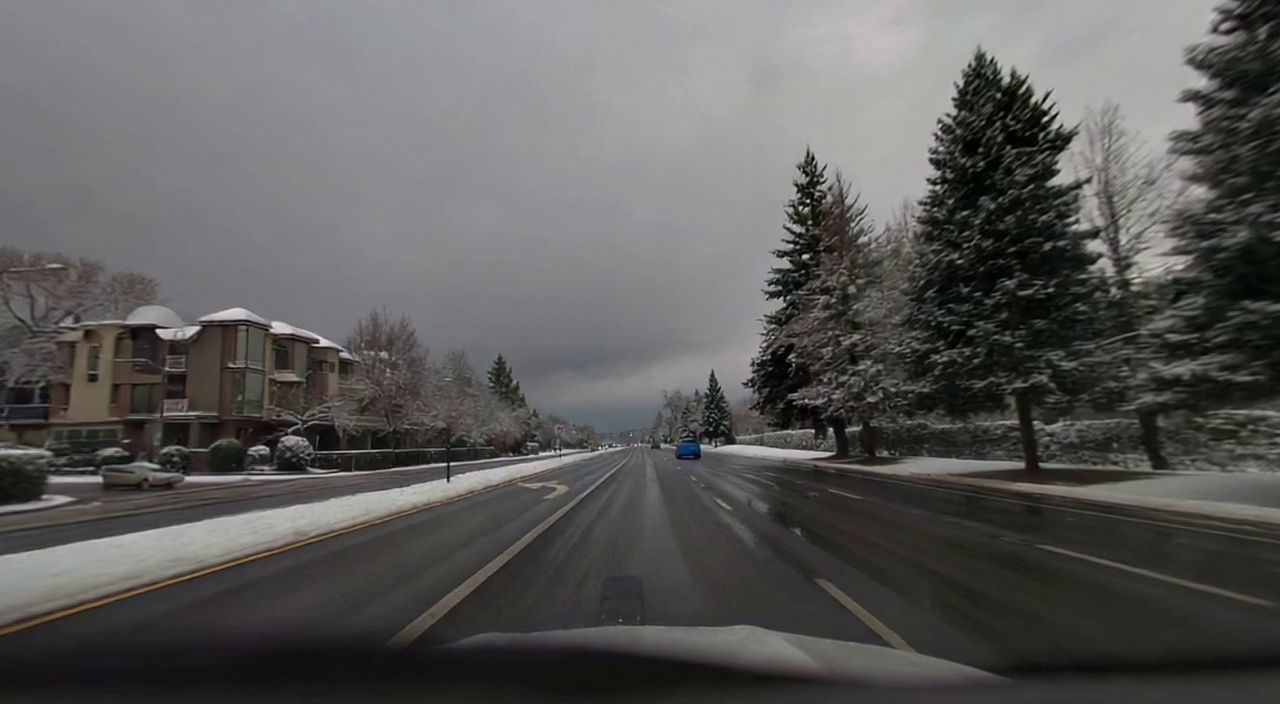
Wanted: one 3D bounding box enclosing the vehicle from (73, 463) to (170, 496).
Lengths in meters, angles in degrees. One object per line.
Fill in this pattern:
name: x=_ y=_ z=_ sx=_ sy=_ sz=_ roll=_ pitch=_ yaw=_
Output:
vehicle: x=-30.597 y=7.482 z=37.309 sx=4.524 sy=1.742 sz=2.284 roll=-3 pitch=-9 yaw=20
